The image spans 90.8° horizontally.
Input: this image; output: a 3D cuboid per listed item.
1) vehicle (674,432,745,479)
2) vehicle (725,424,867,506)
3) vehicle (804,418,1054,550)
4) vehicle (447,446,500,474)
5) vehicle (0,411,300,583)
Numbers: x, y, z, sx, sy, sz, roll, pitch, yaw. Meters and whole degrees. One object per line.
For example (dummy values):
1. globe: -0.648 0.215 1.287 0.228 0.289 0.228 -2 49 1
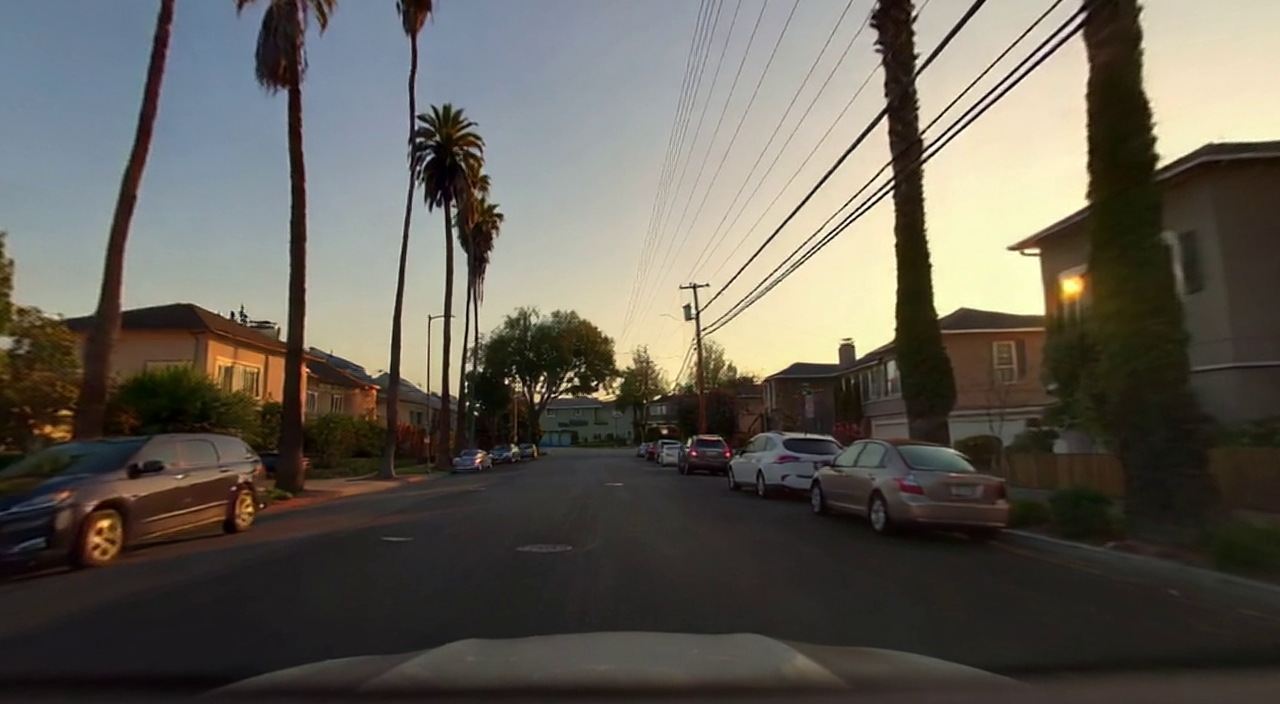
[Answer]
1. vehicle: 2.863 4.395 27.257 2.115 1.826 4.871 1 -8 -5
2. vehicle: 3.712 2.772 16.052 1.922 1.761 4.633 1 -8 -7
3. vehicle: 4.268 1.988 10.290 1.894 1.675 4.294 0 -8 -2
4. vehicle: -9.684 6.267 37.071 2.013 1.483 4.645 0 -8 -3
5. vehicle: -7.963 2.055 10.114 2.300 1.943 5.744 1 -8 -5
